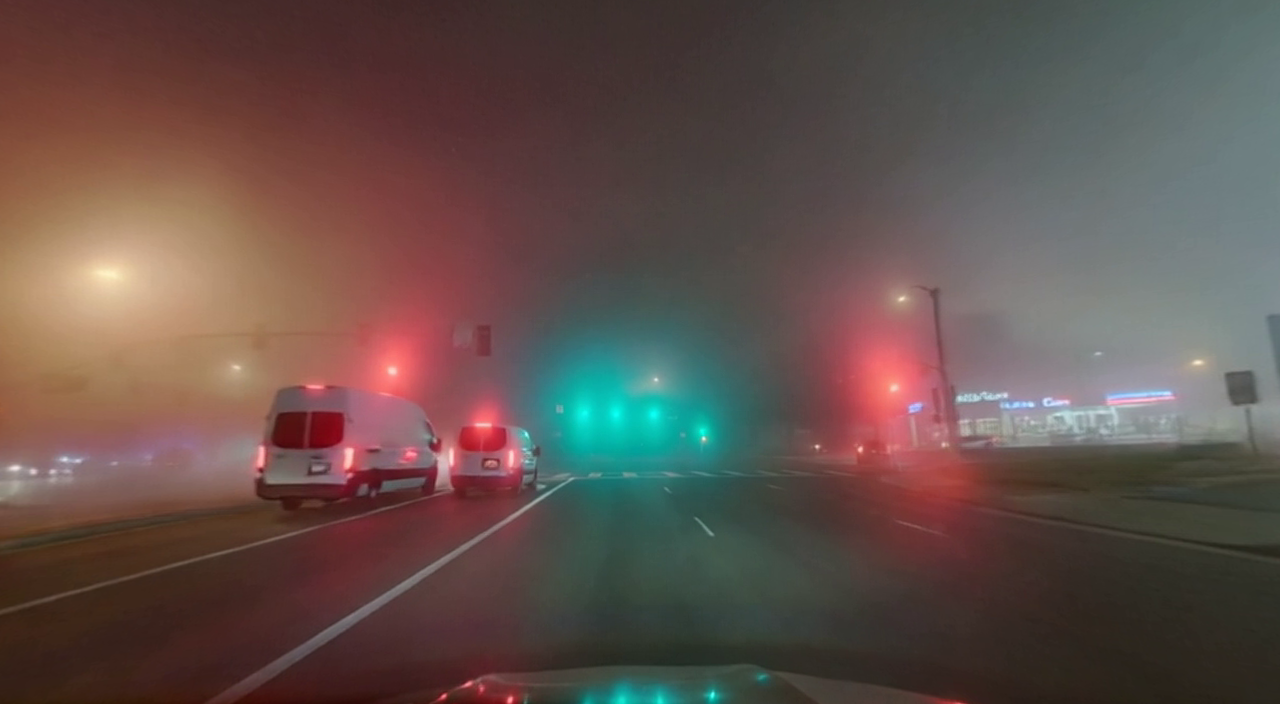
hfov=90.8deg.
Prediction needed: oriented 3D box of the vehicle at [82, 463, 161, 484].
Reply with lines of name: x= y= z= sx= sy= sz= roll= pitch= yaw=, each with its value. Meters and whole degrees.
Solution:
vehicle: x=-39.081 y=9.129 z=47.694 sx=4.378 sy=1.467 sz=1.812 roll=0 pitch=-8 yaw=2

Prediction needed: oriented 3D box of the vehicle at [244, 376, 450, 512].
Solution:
vehicle: x=-6.691 y=2.228 z=15.453 sx=2.405 sy=2.696 sz=5.561 roll=0 pitch=-8 yaw=-1

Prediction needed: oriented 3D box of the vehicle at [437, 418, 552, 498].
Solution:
vehicle: x=-4.037 y=3.060 z=18.609 sx=2.206 sy=2.007 sz=5.190 roll=0 pitch=-8 yaw=-1

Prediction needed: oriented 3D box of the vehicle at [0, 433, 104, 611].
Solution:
vehicle: x=-6.399 y=1.227 z=3.908 sx=1.993 sy=1.490 sz=4.768 roll=0 pitch=-8 yaw=0
